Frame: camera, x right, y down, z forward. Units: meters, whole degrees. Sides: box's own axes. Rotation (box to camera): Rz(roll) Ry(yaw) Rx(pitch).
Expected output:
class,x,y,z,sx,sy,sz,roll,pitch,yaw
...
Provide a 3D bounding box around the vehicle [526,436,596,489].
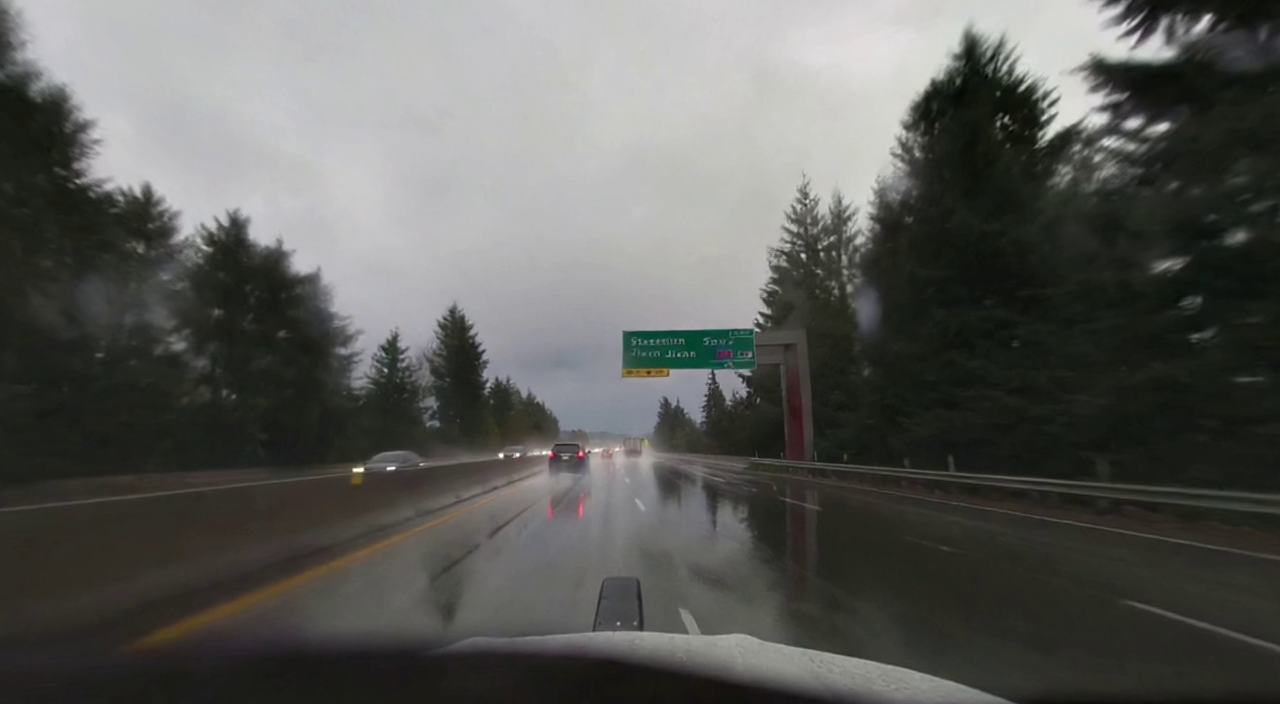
class,x,y,z,sx,sy,sz,roll,pitch,yaw
vehicle,-2.748,3.972,22.830,2.151,1.693,4.201,0,-9,-2

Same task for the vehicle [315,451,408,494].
class,x,y,z,sx,sy,sz,roll,pitch,yaw
vehicle,-11.188,4.842,25.561,1.909,1.502,4.422,0,-9,-2
